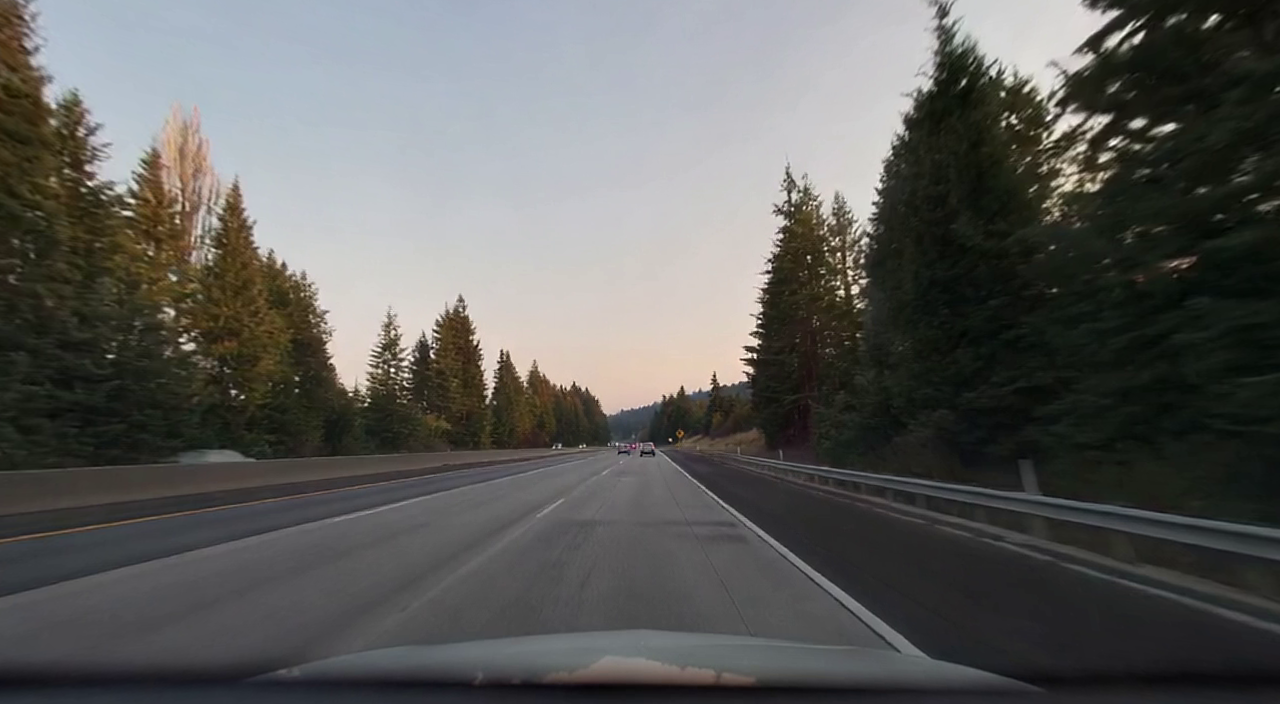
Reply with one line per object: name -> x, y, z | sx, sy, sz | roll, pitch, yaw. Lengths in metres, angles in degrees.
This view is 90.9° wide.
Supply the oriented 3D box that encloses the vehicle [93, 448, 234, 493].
vehicle -> -17.026, 4.220, 22.836 | 1.787, 1.420, 4.130 | 0, -8, 1
